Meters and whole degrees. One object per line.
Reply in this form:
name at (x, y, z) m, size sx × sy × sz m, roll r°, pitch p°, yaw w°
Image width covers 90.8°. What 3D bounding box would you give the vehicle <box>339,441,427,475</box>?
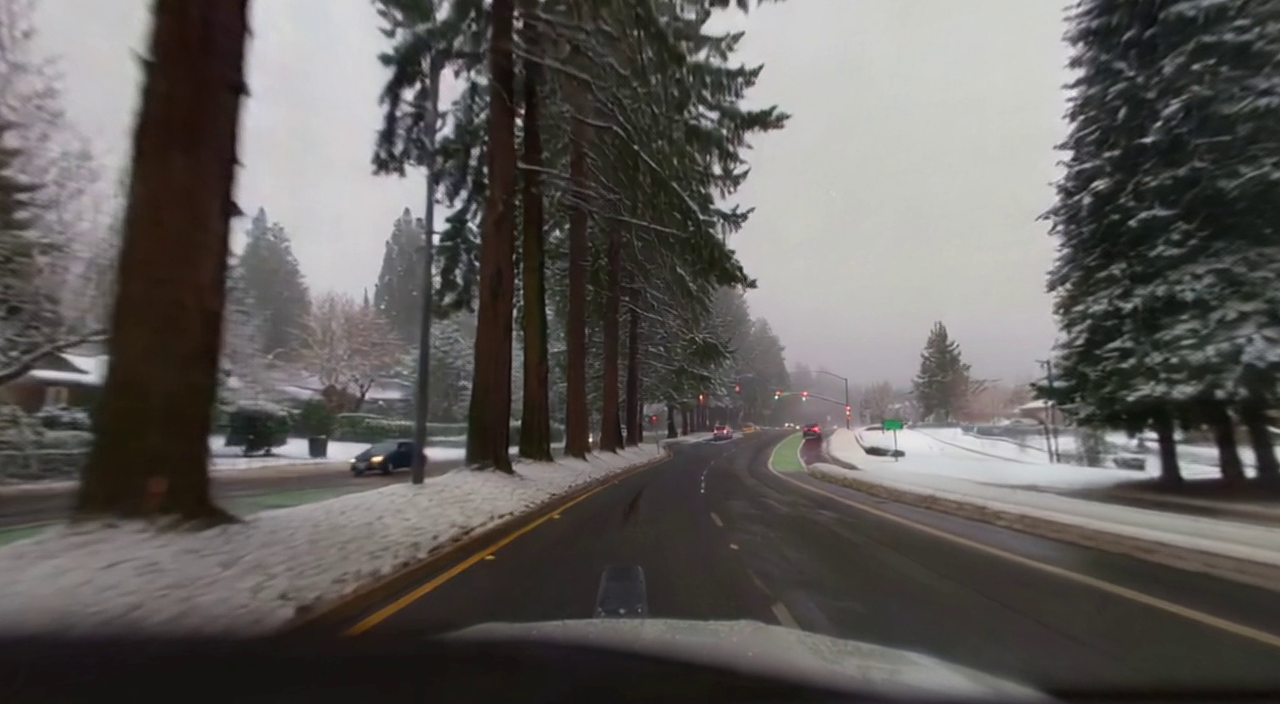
vehicle at (-13.012, 5.406, 32.417) m, size 2.061 × 1.559 × 4.729 m, roll -1°, pitch -9°, yaw 7°
